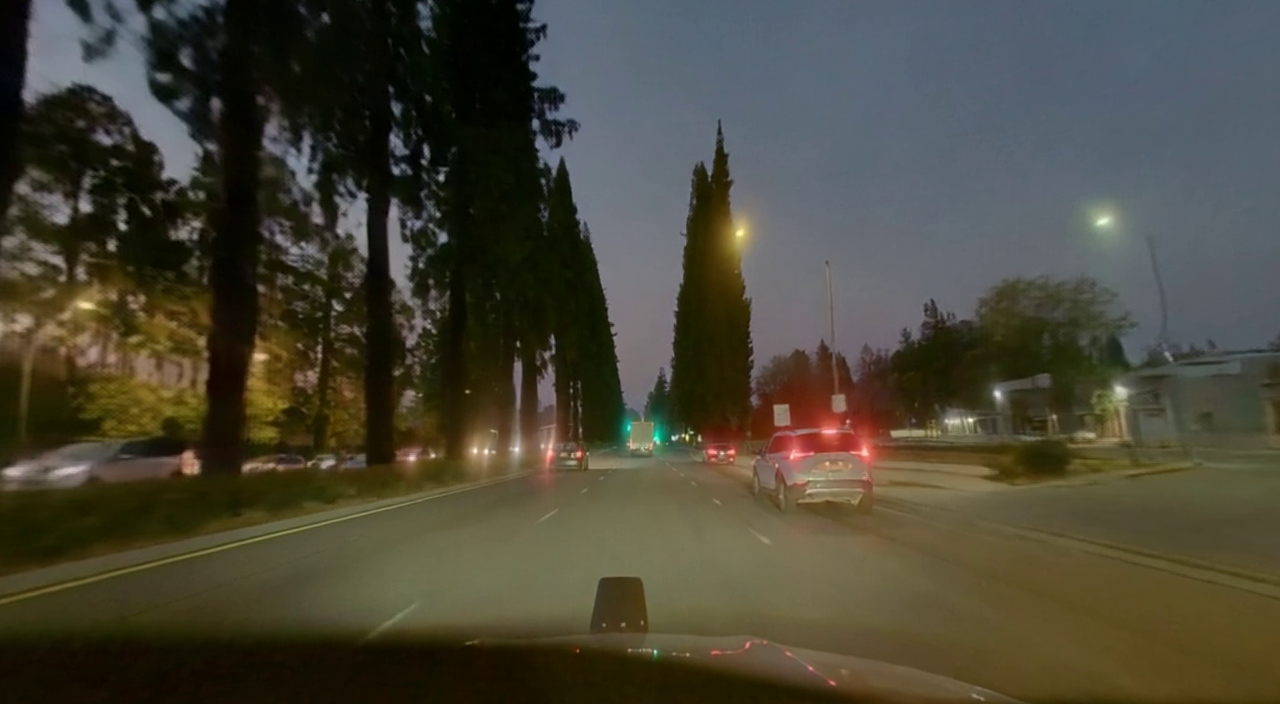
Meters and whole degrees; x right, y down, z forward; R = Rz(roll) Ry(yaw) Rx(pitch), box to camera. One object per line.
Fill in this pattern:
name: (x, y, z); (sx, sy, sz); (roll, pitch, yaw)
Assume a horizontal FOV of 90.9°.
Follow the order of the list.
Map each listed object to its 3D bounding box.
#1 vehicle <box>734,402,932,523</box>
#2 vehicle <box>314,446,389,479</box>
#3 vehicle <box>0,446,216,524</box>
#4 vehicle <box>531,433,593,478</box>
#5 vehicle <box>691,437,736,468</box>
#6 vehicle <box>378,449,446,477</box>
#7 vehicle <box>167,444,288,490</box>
vehicle: (3.689, 2.292, 13.628); (2.381, 2.008, 5.971); (0, -8, 0)
vehicle: (-17.034, 6.539, 37.551); (1.965, 1.780, 5.122); (0, -8, 2)
vehicle: (-13.154, 3.141, 15.629); (1.989, 1.584, 5.018); (0, -8, -3)
vehicle: (-3.589, 4.901, 30.099); (2.255, 1.940, 4.822); (0, -8, 1)
vehicle: (4.435, 6.150, 38.563); (2.280, 1.757, 4.572); (0, -8, 1)
vehicle: (-13.683, 6.652, 38.196); (2.142, 1.528, 4.804); (-1, -8, 2)
vehicle: (-20.909, 5.815, 32.358); (2.353, 2.119, 5.625); (0, -8, 0)
